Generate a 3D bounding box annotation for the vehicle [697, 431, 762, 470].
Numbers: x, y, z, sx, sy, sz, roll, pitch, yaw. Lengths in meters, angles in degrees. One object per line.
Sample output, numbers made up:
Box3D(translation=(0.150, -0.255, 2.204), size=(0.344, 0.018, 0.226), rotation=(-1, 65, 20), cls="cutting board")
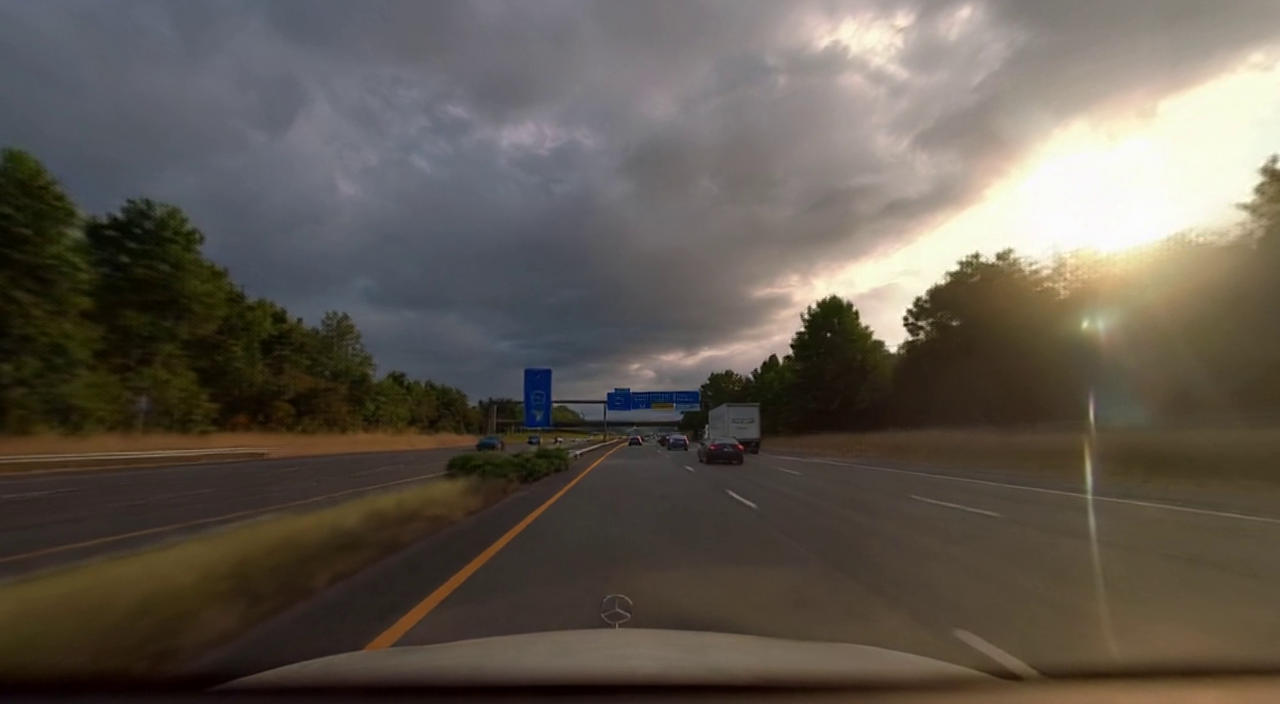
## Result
Box3D(translation=(3.768, 4.208, 27.296), size=(1.986, 1.501, 4.529), rotation=(0, -8, -2), cls="vehicle")
